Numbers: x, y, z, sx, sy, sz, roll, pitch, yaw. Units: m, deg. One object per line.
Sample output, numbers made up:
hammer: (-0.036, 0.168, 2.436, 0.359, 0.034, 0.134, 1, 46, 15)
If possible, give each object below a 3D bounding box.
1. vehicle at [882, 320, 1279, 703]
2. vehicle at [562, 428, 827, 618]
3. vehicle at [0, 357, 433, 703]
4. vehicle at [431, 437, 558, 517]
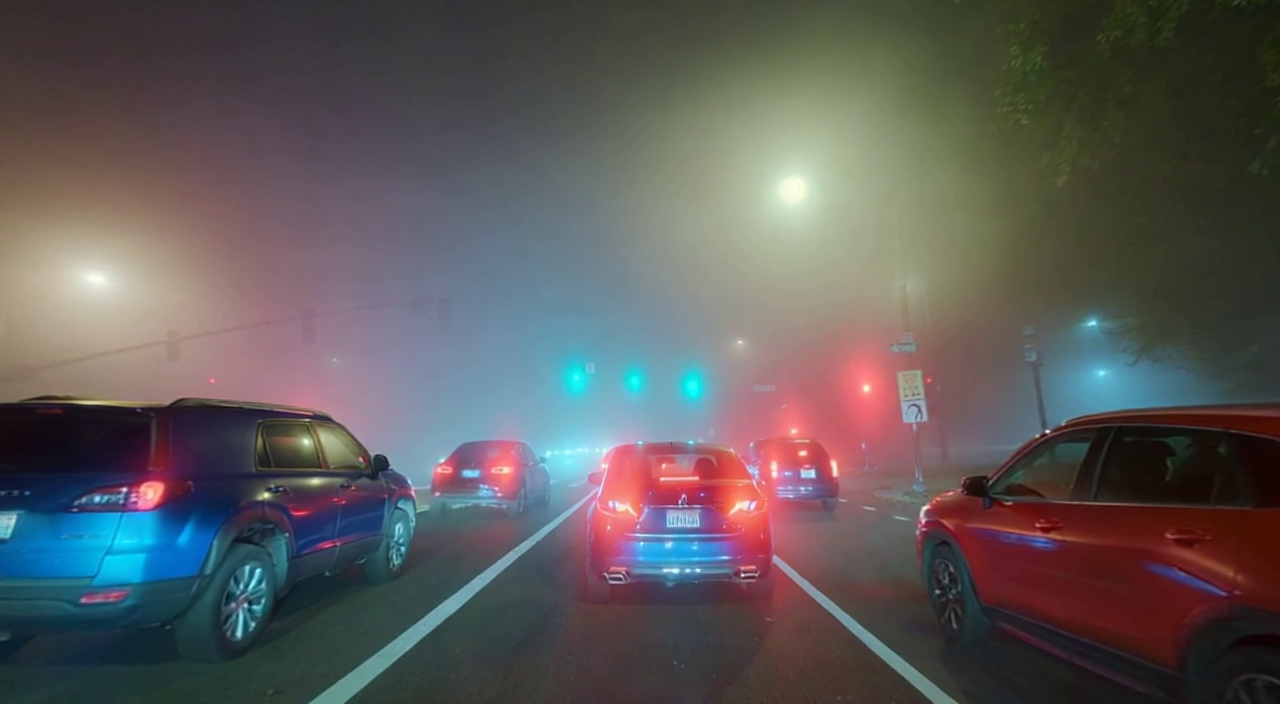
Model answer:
vehicle: (3.056, 0.941, 3.163, 1.880, 1.747, 4.500, 0, -8, 0)
vehicle: (0.422, 1.623, 6.906, 2.051, 1.460, 3.932, 0, -8, 0)
vehicle: (-3.443, 1.216, 5.237, 1.889, 1.767, 4.289, 0, -8, 1)
vehicle: (-3.076, 2.716, 14.209, 1.868, 1.516, 4.114, 0, -8, 0)
